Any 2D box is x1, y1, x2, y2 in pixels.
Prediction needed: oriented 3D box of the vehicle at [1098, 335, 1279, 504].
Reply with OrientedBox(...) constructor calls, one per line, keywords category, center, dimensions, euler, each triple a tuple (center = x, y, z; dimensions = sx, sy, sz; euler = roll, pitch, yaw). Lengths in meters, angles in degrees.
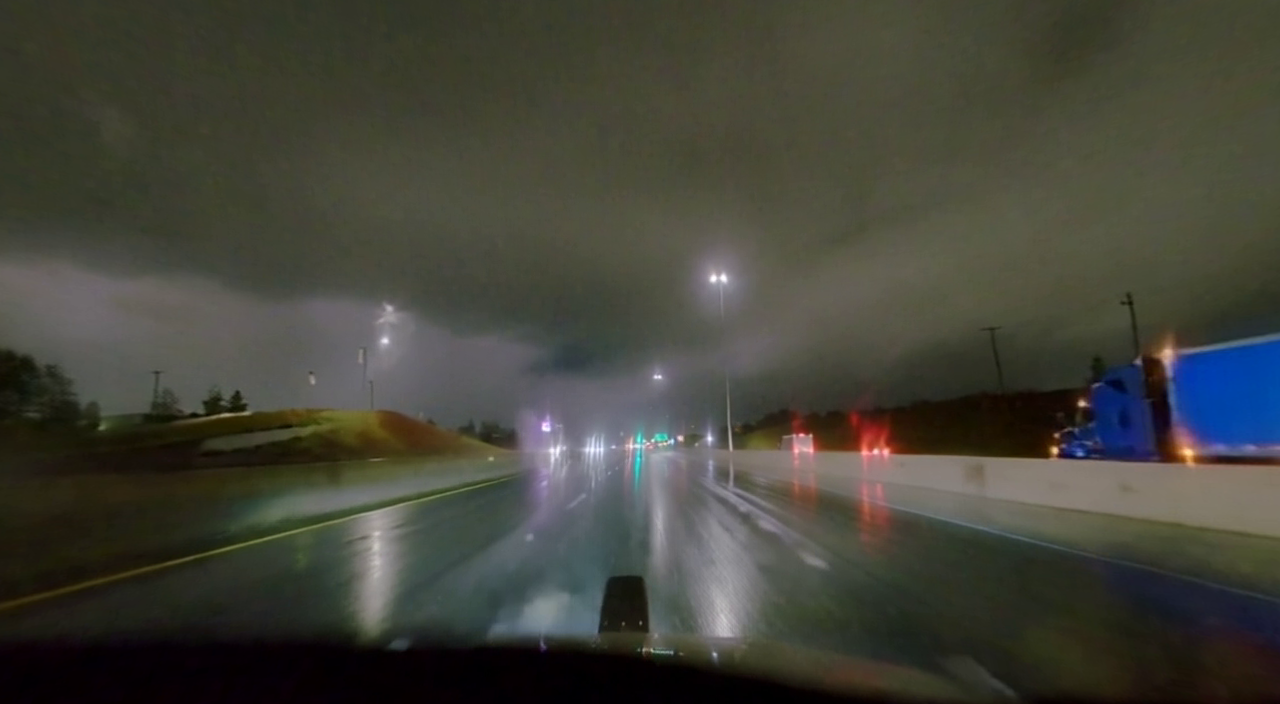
OrientedBox(category="vehicle", center=(17.834, 1.287, 13.145), dimensions=(3.395, 4.178, 16.548), euler=(0, -8, -3))
